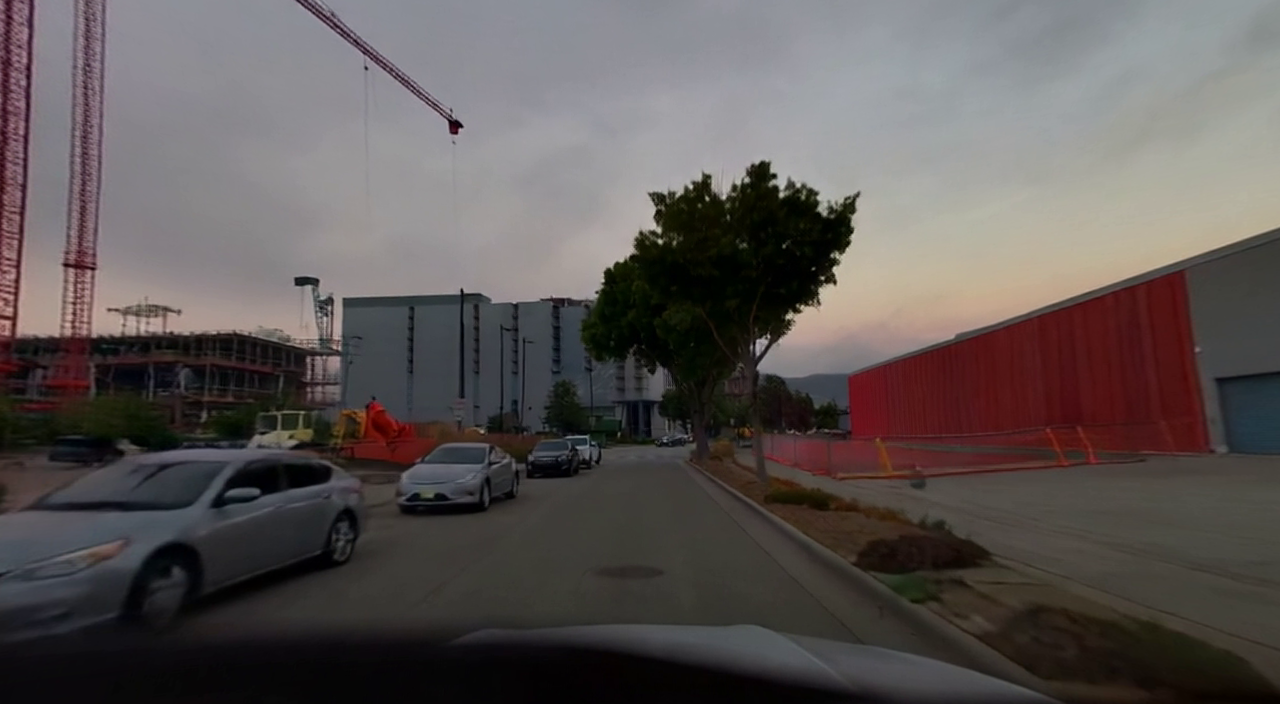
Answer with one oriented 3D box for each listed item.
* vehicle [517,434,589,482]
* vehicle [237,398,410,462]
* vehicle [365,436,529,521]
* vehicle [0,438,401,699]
[{"bbox_3d":[-3.208,3.988,24.134,1.980,1.635,4.153,-1,-8,3],"label":"vehicle"},{"bbox_3d":[-13.019,3.262,26.150,6.039,2.449,2.273,-1,-8,7],"label":"vehicle"},{"bbox_3d":[-3.786,2.516,13.285,1.948,1.460,4.394,-1,-8,2],"label":"vehicle"},{"bbox_3d":[-4.100,1.512,5.766,1.996,1.411,4.370,-1,-8,2],"label":"vehicle"}]
